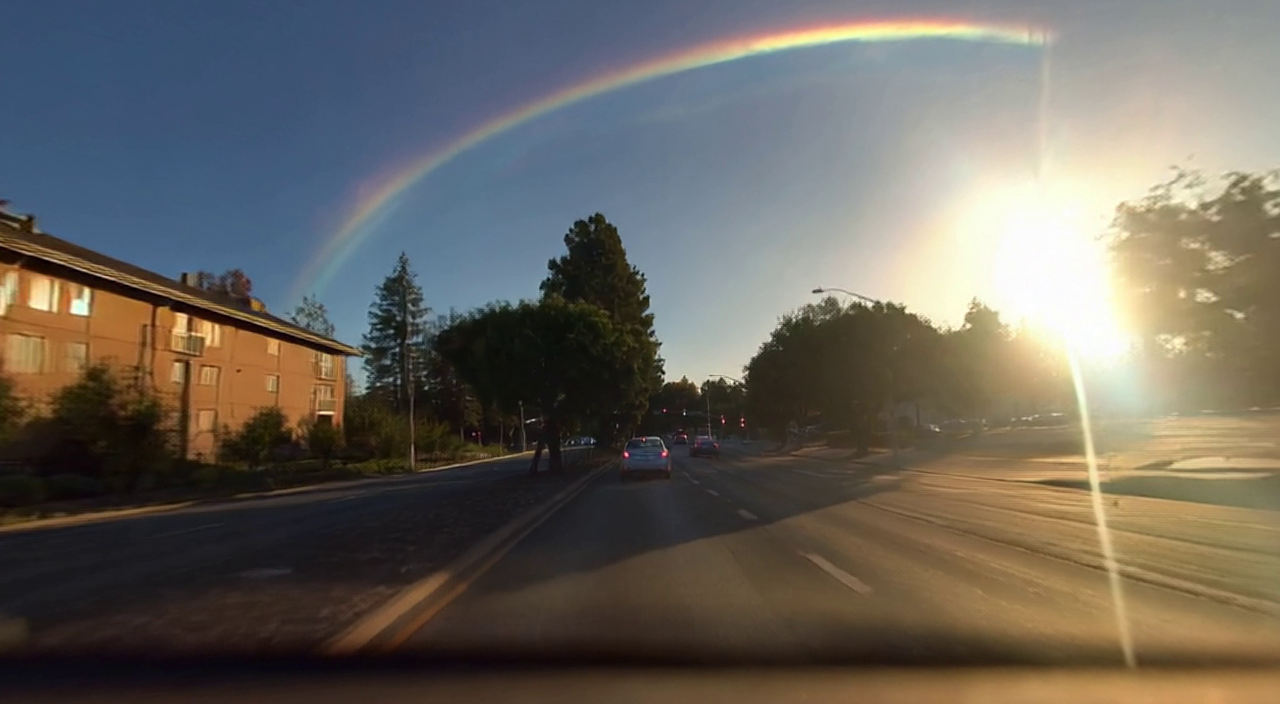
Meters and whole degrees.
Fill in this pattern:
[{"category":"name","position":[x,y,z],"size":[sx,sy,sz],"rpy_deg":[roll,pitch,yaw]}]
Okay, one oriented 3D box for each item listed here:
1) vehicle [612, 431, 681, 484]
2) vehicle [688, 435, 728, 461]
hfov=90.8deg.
[{"category":"vehicle","position":[0.194,3.621,21.992],"size":[2.181,1.639,4.127],"rpy_deg":[0,-8,0]},{"category":"vehicle","position":[4.375,6.240,41.293],"size":[1.987,1.613,4.081],"rpy_deg":[0,-8,-2]}]
